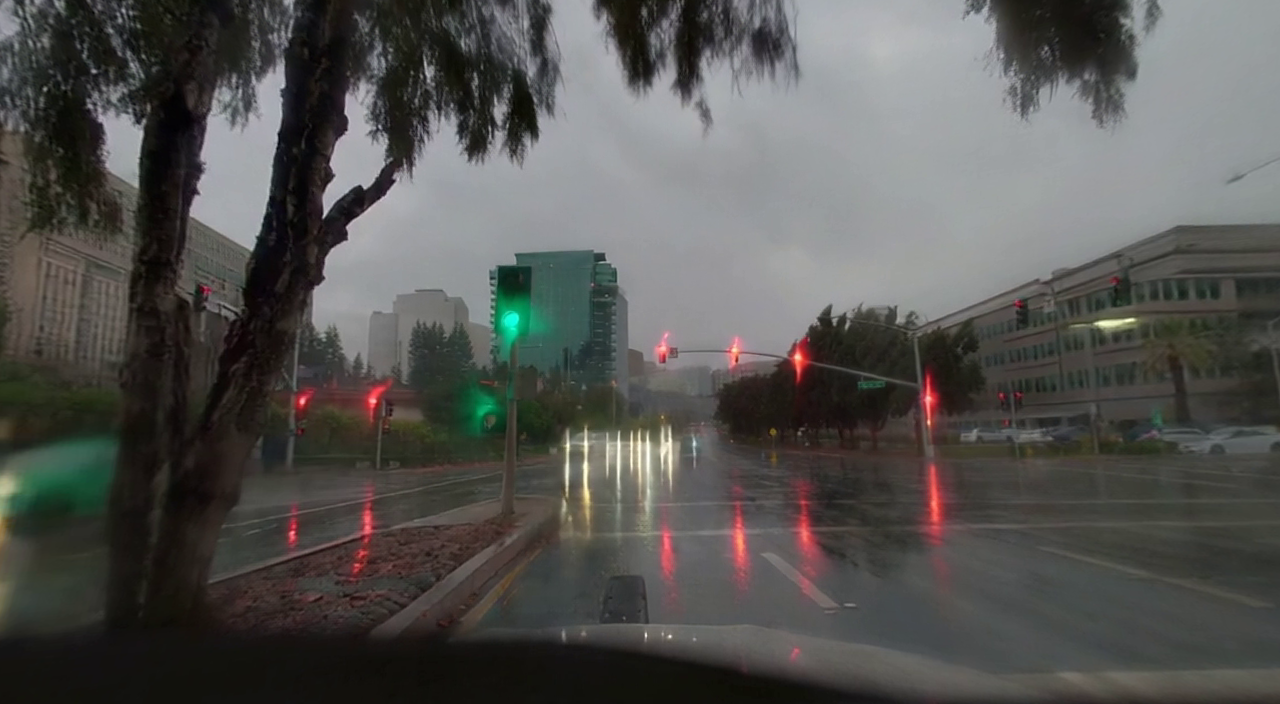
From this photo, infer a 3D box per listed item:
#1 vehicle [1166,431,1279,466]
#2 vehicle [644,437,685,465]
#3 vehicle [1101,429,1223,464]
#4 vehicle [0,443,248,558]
[{"bbox_3d":[26.274,4.242,27.895,4.644,1.470,1.922,1,-8,-10],"label":"vehicle"},{"bbox_3d":[1.723,6.768,43.255,2.197,1.739,4.177,-2,-8,10],"label":"vehicle"},{"bbox_3d":[25.894,4.680,31.365,4.441,1.674,2.035,1,-8,-8],"label":"vehicle"},{"bbox_3d":[-9.206,2.284,10.634,2.002,1.483,4.696,-1,-8,3],"label":"vehicle"}]
